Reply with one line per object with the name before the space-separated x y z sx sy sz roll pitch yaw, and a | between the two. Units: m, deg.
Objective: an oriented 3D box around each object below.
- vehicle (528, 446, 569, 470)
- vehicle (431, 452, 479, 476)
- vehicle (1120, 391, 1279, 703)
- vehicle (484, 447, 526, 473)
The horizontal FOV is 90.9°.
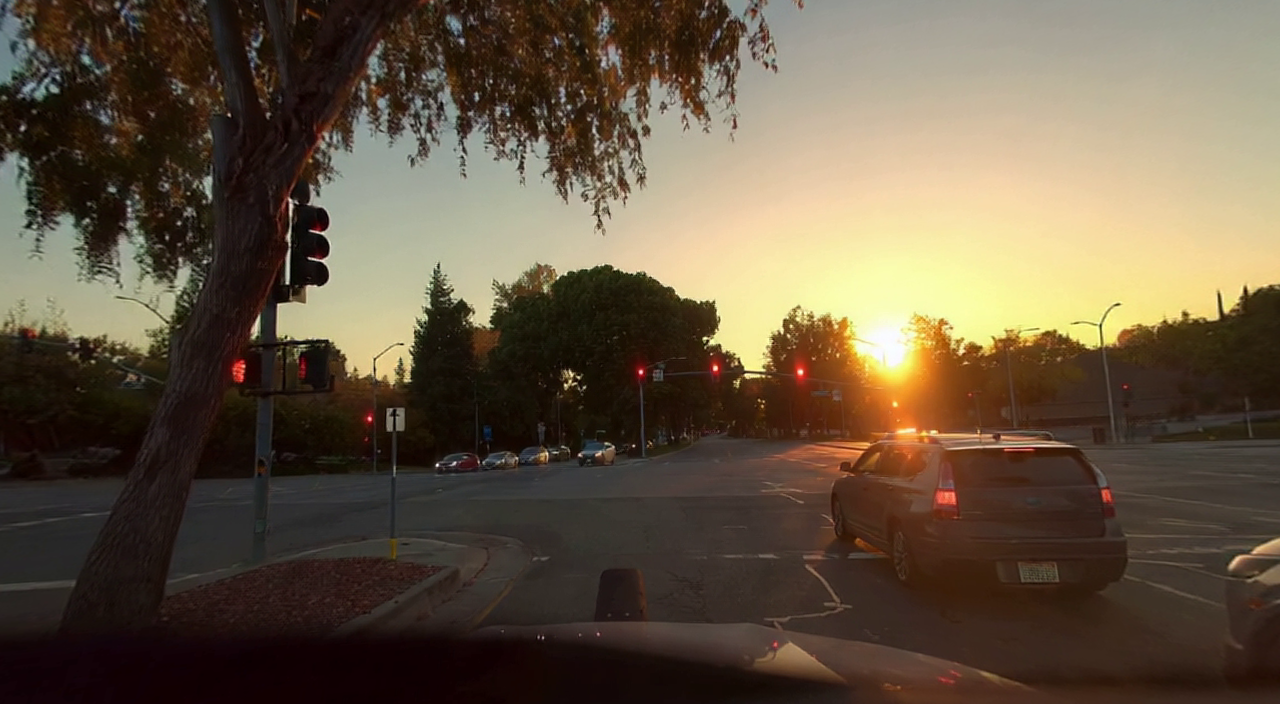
vehicle | -6.535 7.611 45.504 2.126 1.657 4.307 -1 -9 3
vehicle | -13.388 8.119 45.992 2.101 1.637 4.304 0 -9 1
vehicle | 3.060 0.618 0.416 1.978 1.468 4.544 0 -9 1
vehicle | -9.766 7.838 45.937 2.064 1.725 4.243 0 -9 1
